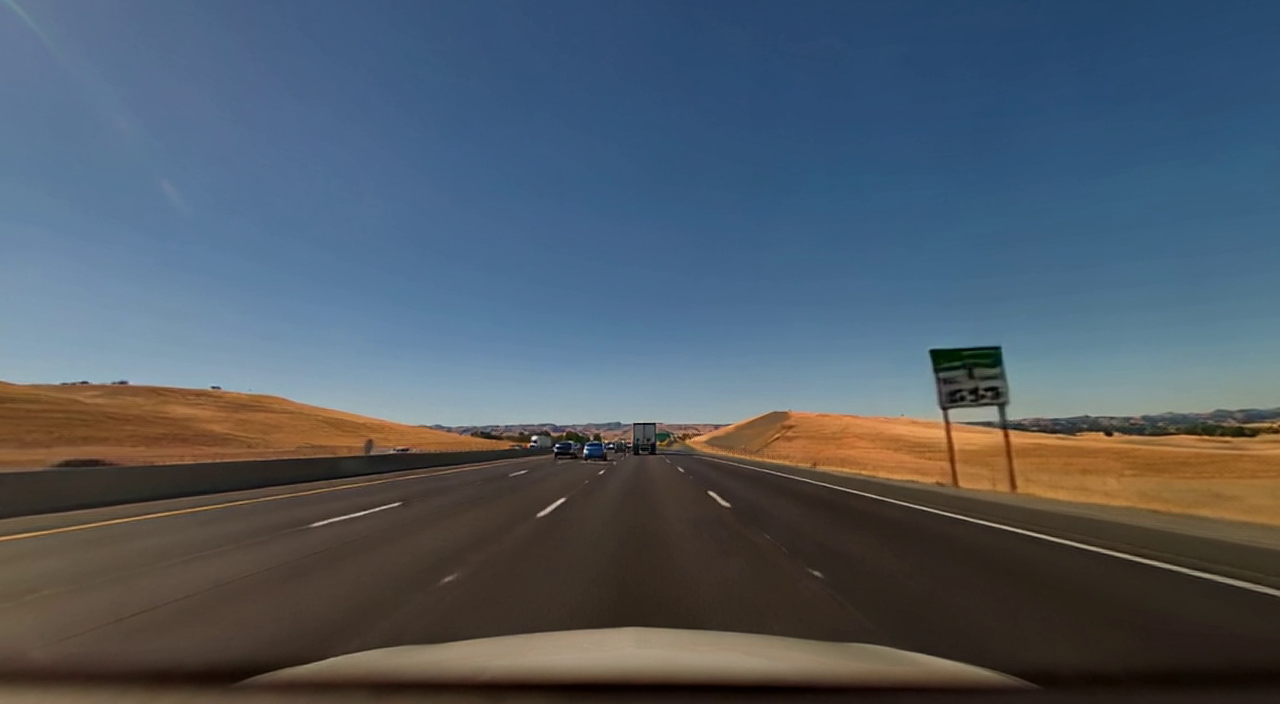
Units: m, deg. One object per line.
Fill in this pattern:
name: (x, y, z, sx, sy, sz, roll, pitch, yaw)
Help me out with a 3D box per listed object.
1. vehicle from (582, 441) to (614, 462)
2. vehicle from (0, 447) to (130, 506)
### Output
vehicle: (-3.197, 7.677, 48.803, 2.042, 1.532, 4.396, 0, -8, 1)
vehicle: (-20.810, 3.374, 16.349, 2.806, 1.757, 15.088, 0, -8, 0)
